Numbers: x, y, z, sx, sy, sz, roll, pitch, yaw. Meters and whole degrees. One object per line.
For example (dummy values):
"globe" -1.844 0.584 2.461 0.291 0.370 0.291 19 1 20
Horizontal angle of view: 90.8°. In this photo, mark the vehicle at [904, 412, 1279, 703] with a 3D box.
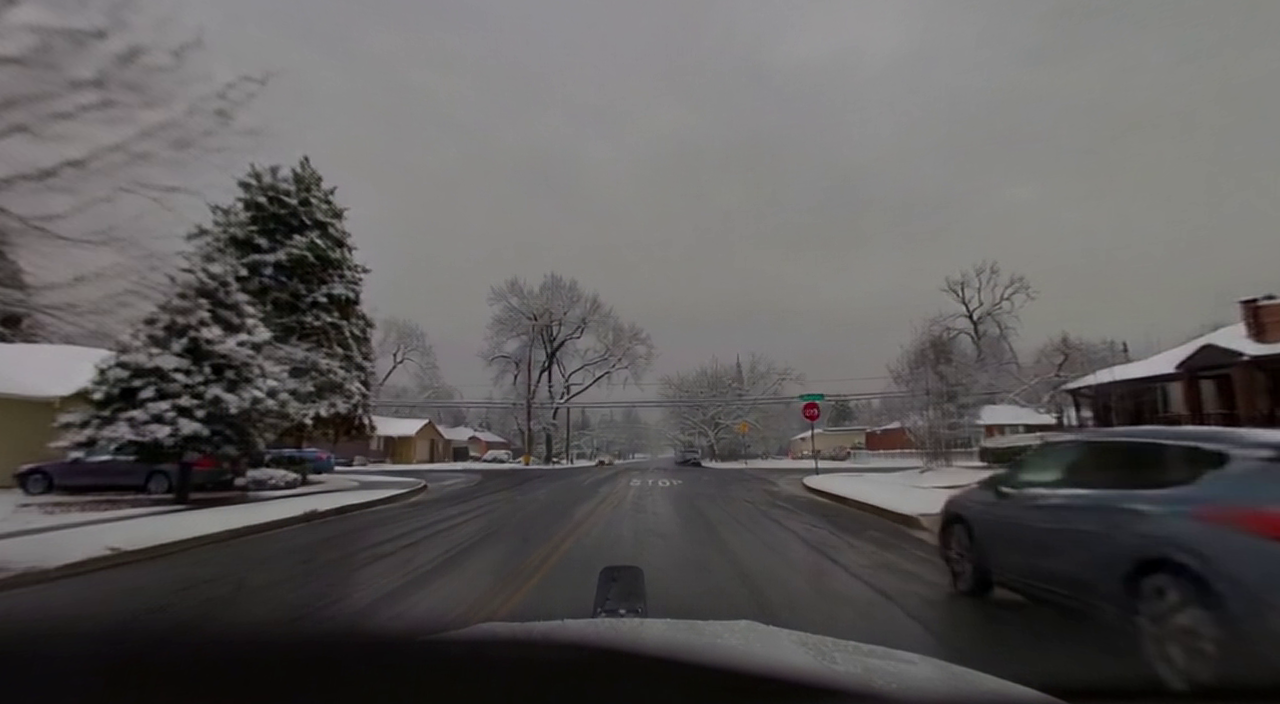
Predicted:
"vehicle" 3.758 1.318 4.643 1.975 1.528 4.000 0 -9 2
